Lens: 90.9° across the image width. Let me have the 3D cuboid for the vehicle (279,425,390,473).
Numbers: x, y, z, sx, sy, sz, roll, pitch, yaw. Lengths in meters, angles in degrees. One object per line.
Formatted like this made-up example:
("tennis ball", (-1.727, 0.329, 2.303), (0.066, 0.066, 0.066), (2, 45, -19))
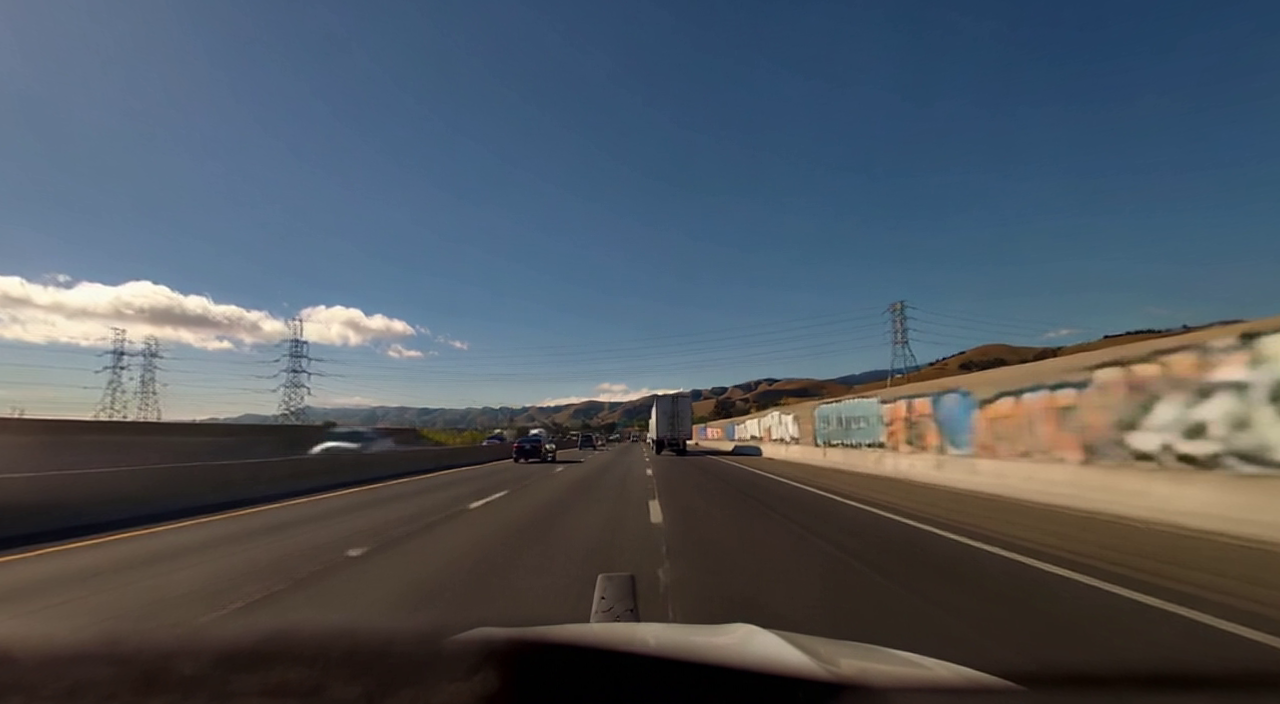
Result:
("vehicle", (-12.417, 3.969, 26.064), (2.136, 1.767, 4.755), (0, -8, 1))

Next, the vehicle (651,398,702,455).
("vehicle", (2.539, 5.823, 48.187), (3.060, 3.842, 11.095), (0, -8, -1))

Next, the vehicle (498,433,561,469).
("vehicle", (-4.827, 4.392, 28.138), (1.965, 1.486, 4.448), (0, -8, 1))
